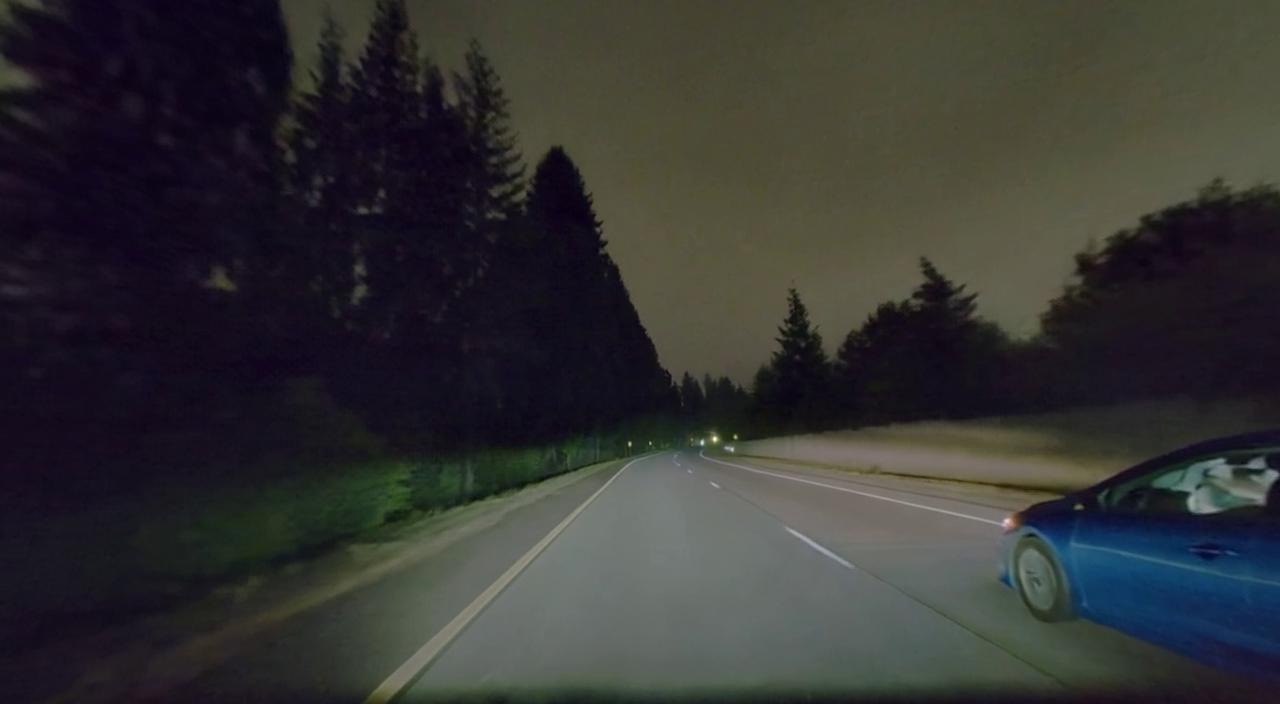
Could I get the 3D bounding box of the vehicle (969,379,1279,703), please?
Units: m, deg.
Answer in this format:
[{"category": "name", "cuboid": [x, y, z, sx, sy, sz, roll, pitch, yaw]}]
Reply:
[{"category": "vehicle", "cuboid": [3.366, 0.810, 2.034, 2.061, 1.503, 4.823, -1, -8, 1]}]
